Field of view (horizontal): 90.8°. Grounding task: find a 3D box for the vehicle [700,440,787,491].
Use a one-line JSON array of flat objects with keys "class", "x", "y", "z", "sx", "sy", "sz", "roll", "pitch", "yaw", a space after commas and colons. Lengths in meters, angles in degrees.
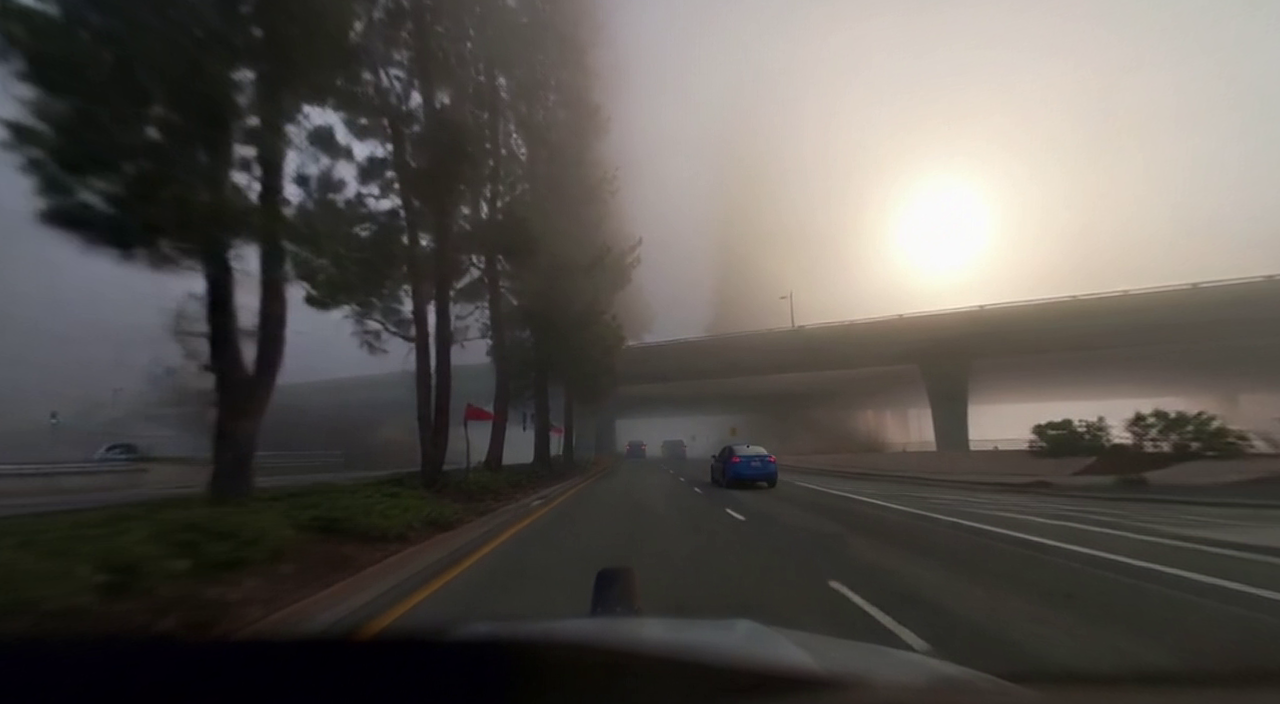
[{"class": "vehicle", "x": 3.299, "y": 3.710, "z": 21.113, "sx": 2.062, "sy": 1.484, "sz": 4.332, "roll": 0, "pitch": -8, "yaw": -1}]
